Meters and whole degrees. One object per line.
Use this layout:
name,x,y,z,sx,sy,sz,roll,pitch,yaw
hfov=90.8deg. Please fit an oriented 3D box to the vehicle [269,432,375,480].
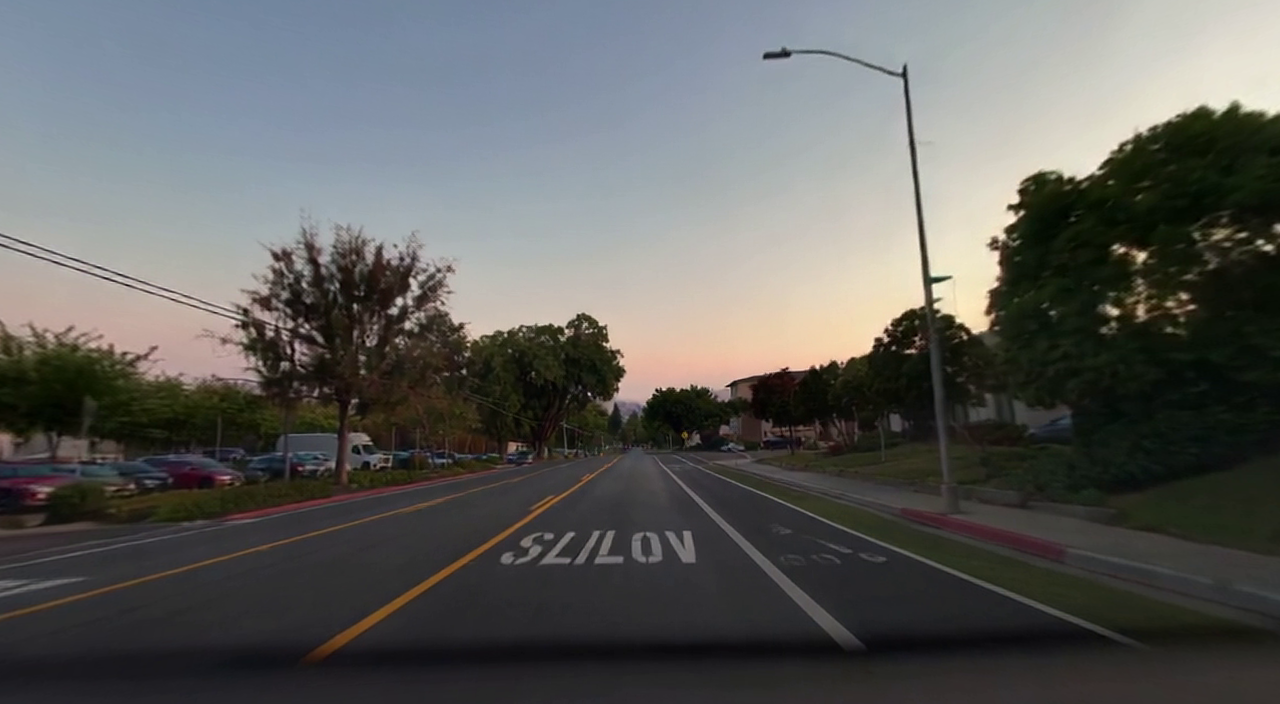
vehicle,-19.429,6.353,38.613,5.971,2.749,2.293,-4,-9,22
